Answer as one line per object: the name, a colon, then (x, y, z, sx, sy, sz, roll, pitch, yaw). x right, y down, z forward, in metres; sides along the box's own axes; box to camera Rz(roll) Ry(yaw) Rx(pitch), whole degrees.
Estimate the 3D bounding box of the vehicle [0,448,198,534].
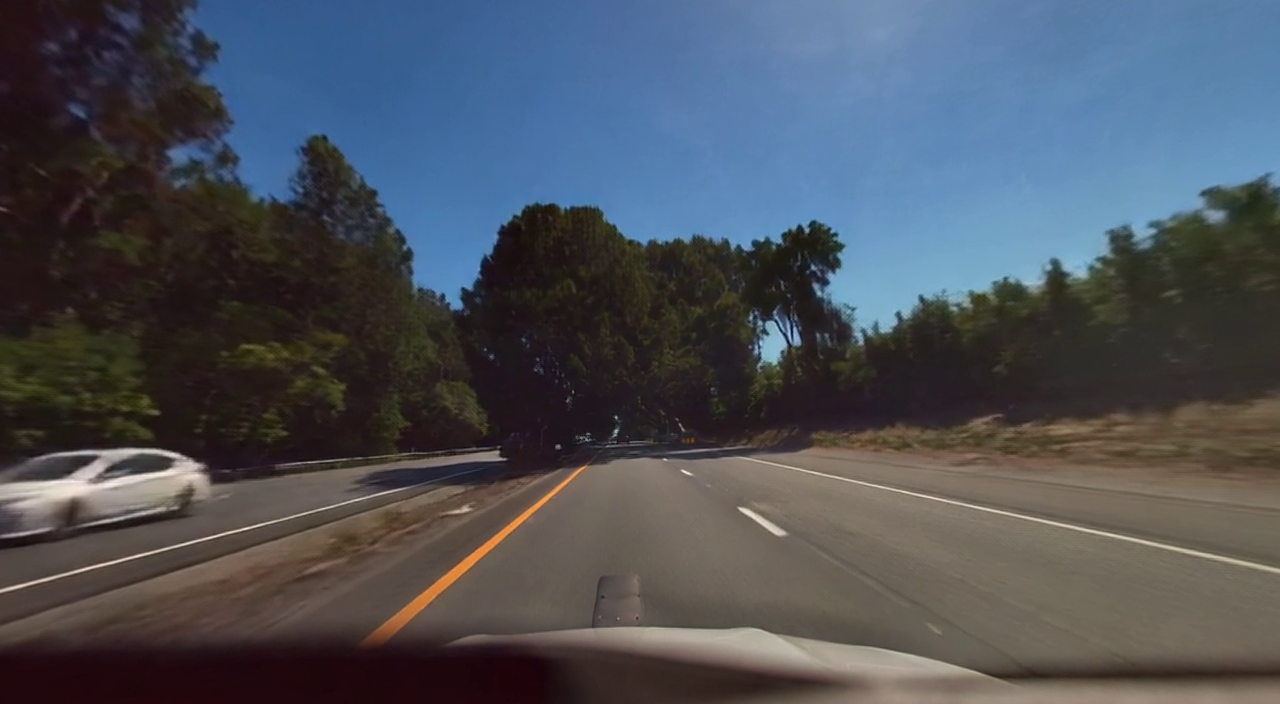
vehicle: (-13.177, 3.137, 14.930, 1.985, 1.608, 4.652, 0, -8, -1)
